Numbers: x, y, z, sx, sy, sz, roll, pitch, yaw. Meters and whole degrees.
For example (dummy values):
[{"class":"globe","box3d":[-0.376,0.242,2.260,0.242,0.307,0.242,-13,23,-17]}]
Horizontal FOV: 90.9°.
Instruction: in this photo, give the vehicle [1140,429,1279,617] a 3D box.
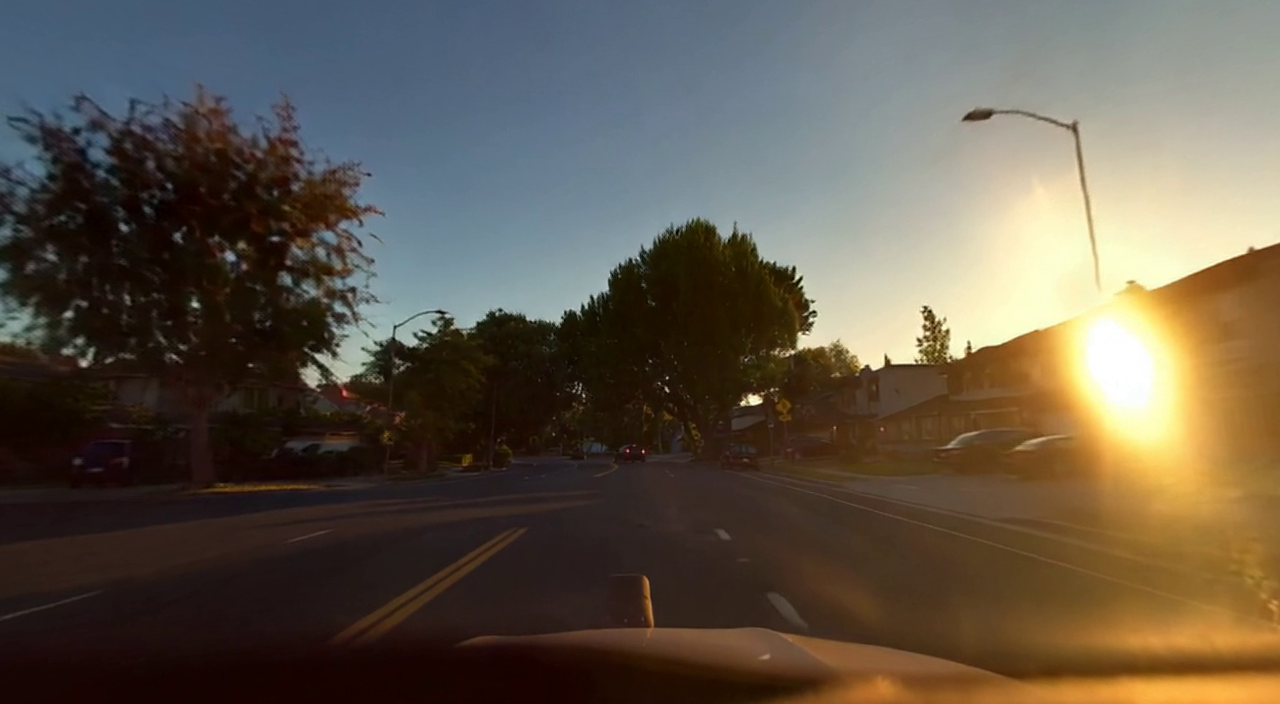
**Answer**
[{"class":"vehicle","box3d":[6.324,1.238,4.074,2.235,1.515,4.782,0,-8,0]}]

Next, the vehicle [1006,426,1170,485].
[{"class":"vehicle","box3d":[14.534,3.332,20.492,4.469,1.721,2.191,3,-9,-23]}]

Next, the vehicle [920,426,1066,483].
[{"class":"vehicle","box3d":[14.541,4.137,25.980,5.277,1.749,2.335,-1,-3,-21]}]

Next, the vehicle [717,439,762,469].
[{"class":"vehicle","box3d":[6.978,7.220,45.010,2.348,1.986,6.289,0,-8,1]}]

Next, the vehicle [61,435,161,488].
[{"class":"vehicle","box3d":[-23.467,4.824,28.209,2.083,2.113,4.490,4,-9,-23]}]
